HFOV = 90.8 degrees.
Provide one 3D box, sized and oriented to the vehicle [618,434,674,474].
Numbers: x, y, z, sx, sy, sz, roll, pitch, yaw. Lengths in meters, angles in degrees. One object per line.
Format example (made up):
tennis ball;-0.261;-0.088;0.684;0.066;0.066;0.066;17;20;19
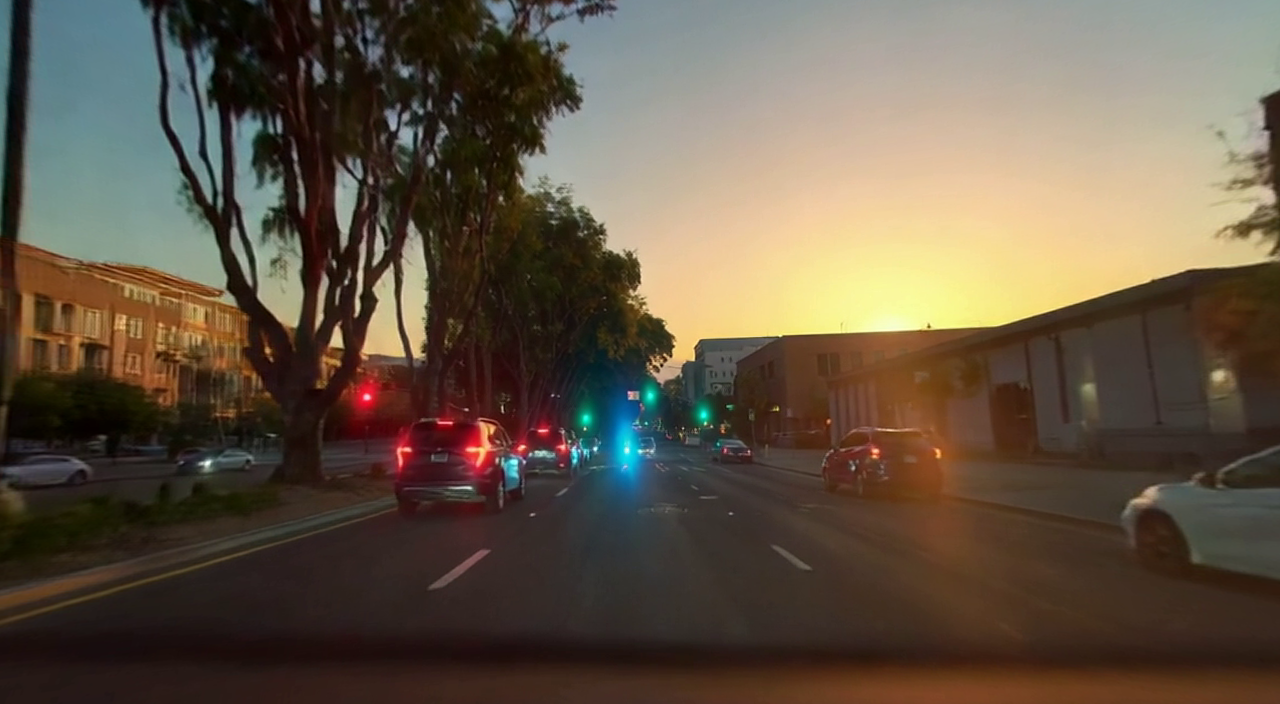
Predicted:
vehicle;0.189;4.387;27.385;2.201;1.589;3.843;0;-8;-3

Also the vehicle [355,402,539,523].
vehicle;-3.550;2.164;12.837;2.223;1.957;4.845;0;-8;0

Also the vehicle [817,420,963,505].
vehicle;6.388;2.868;16.799;1.997;1.943;4.409;0;-8;-1

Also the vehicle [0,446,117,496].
vehicle;-22.212;4.307;23.240;1.910;1.632;4.624;0;-8;0

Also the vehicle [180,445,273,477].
vehicle;-22.452;5.921;34.553;2.148;1.607;4.428;0;-8;-1

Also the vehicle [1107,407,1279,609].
vehicle;6.630;1.341;5.424;2.164;1.727;3.955;0;-8;0

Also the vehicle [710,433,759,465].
vehicle;5.951;6.221;40.486;2.300;1.903;4.579;0;-8;-2

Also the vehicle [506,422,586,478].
vehicle;-3.577;3.886;25.134;2.487;1.978;4.628;0;-8;0
